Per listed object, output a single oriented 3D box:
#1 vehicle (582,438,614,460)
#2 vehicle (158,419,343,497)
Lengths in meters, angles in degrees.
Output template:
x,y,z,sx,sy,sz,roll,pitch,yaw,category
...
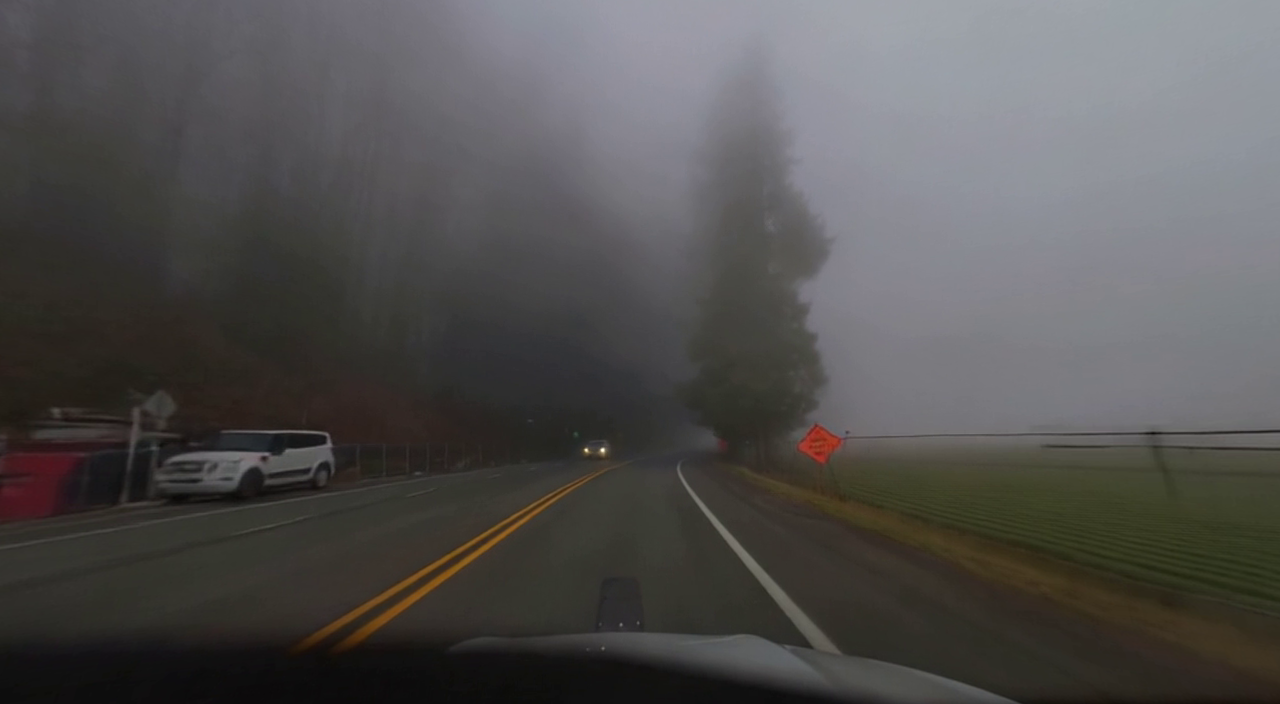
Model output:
x,y,z,sx,sy,sz,roll,pitch,yaw,category
-3.009,7.075,46.225,1.737,1.525,3.760,-1,-8,5,vehicle
-12.056,3.312,20.305,2.244,2.022,6.102,-2,-8,-2,vehicle
